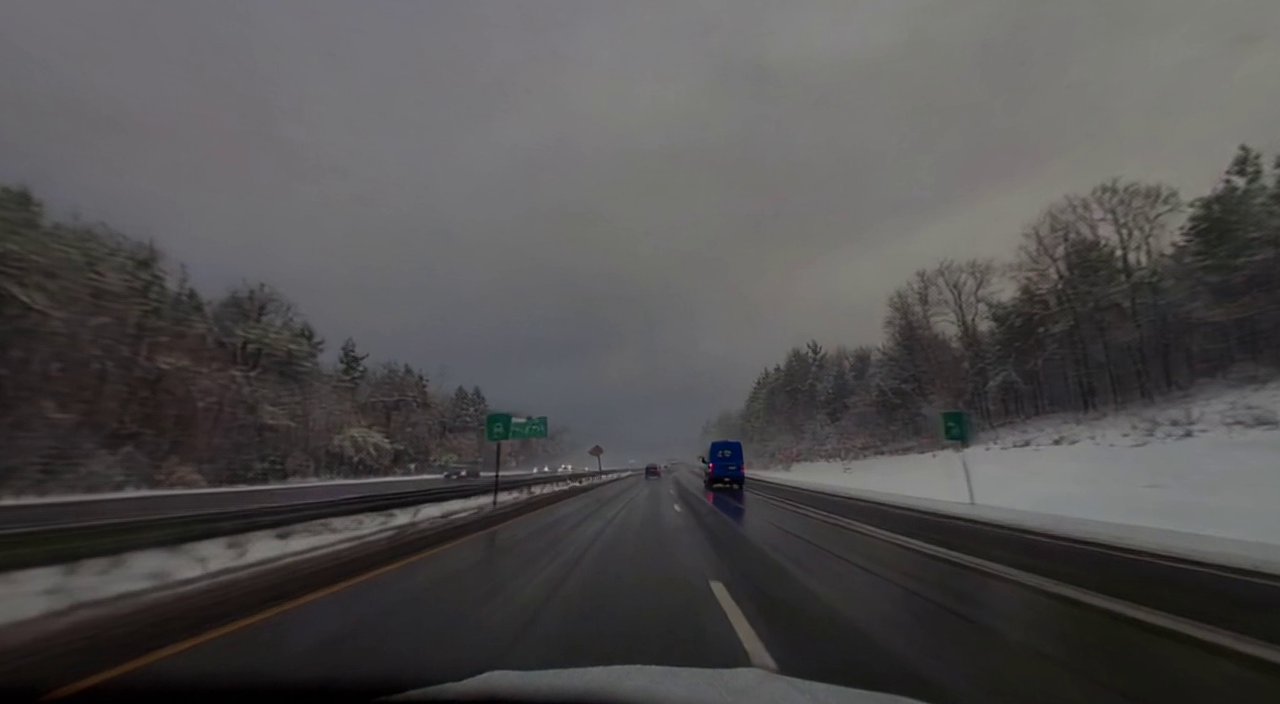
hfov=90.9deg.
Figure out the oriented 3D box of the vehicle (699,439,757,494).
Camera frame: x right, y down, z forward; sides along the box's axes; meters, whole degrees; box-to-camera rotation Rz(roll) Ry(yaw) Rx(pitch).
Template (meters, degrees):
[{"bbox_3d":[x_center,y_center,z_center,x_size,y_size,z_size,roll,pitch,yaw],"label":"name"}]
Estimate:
[{"bbox_3d":[4.494,6.027,33.204,2.366,2.595,5.793,0,-11,1],"label":"vehicle"}]
